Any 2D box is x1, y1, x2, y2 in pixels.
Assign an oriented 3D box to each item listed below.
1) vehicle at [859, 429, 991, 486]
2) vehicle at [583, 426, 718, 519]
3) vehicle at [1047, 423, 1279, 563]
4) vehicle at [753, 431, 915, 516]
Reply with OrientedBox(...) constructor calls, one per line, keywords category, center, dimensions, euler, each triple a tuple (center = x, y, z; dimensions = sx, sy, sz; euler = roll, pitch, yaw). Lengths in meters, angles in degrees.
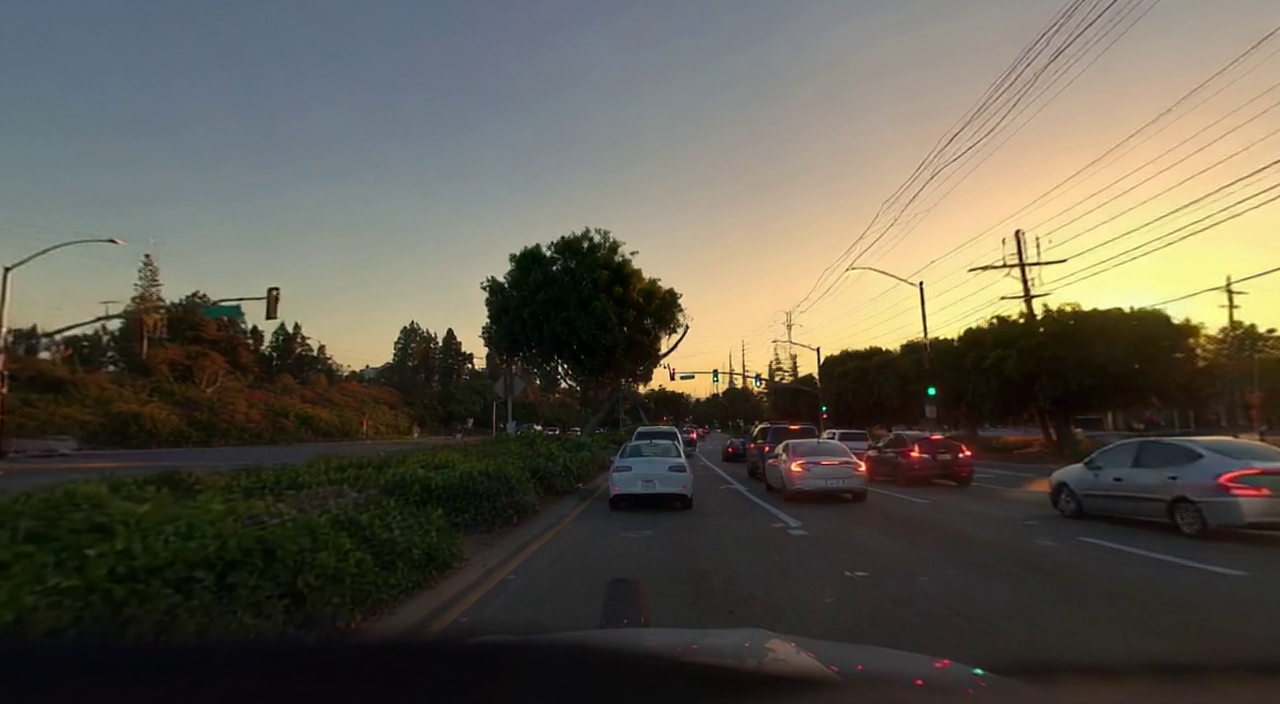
OrientedBox(category="vehicle", center=(8.564, 3.222, 19.519), dimensions=(1.966, 1.536, 4.666), euler=(0, -8, 1))
OrientedBox(category="vehicle", center=(0.191, 2.309, 12.557), dimensions=(2.208, 1.498, 4.401), euler=(0, -8, 1))
OrientedBox(category="vehicle", center=(7.914, 1.776, 8.557), dimensions=(1.905, 1.483, 4.469), euler=(-1, -8, 2))
OrientedBox(category="vehicle", center=(3.775, 2.444, 13.253), dimensions=(2.028, 1.454, 4.531), euler=(0, -8, 1))
